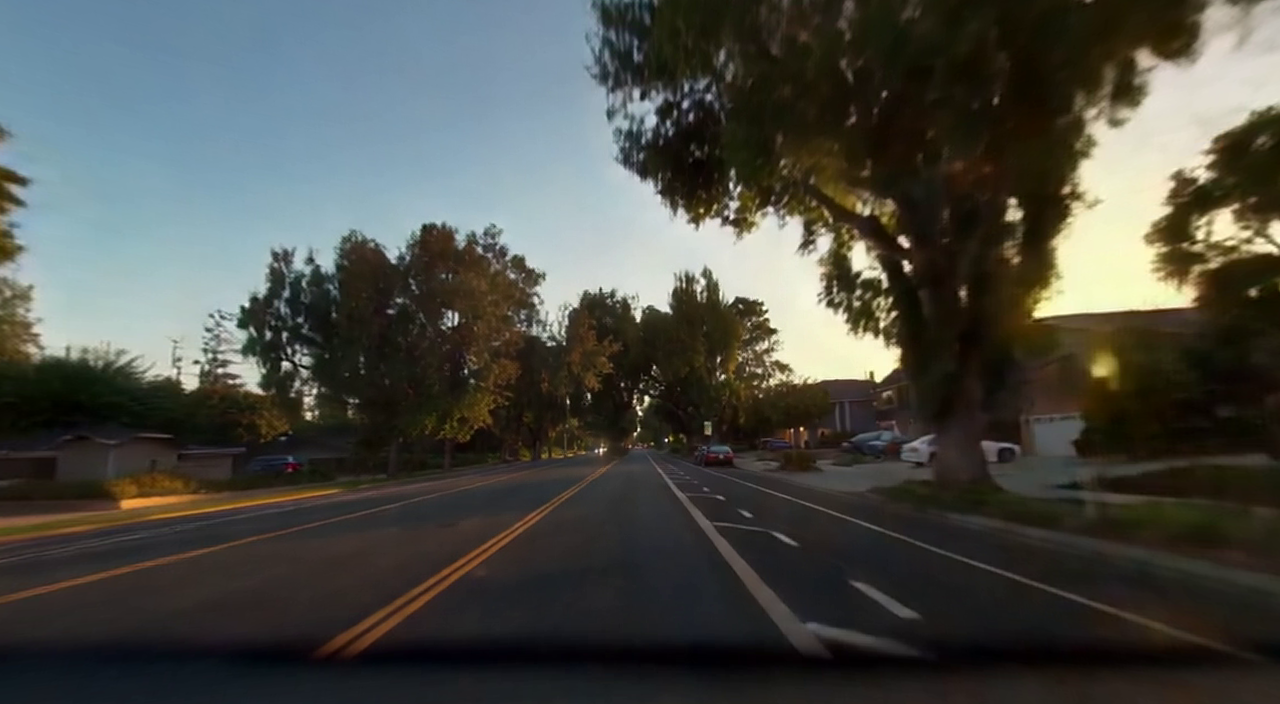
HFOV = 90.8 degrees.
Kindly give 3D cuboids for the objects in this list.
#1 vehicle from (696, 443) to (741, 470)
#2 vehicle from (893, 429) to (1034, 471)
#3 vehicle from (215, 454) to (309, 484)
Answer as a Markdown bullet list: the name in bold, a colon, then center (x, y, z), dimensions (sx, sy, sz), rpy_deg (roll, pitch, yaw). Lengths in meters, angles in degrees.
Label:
- **vehicle**: center (4.795, 6.466, 39.155), dimensions (1.995, 1.553, 4.628), rpy_deg (0, -9, -2)
- **vehicle**: center (13.263, 4.042, 26.135), dimensions (4.710, 1.612, 1.999), rpy_deg (0, -9, -2)
- **vehicle**: center (-23.345, 7.215, 39.180), dimensions (4.466, 1.773, 2.063), rpy_deg (0, -9, -2)
